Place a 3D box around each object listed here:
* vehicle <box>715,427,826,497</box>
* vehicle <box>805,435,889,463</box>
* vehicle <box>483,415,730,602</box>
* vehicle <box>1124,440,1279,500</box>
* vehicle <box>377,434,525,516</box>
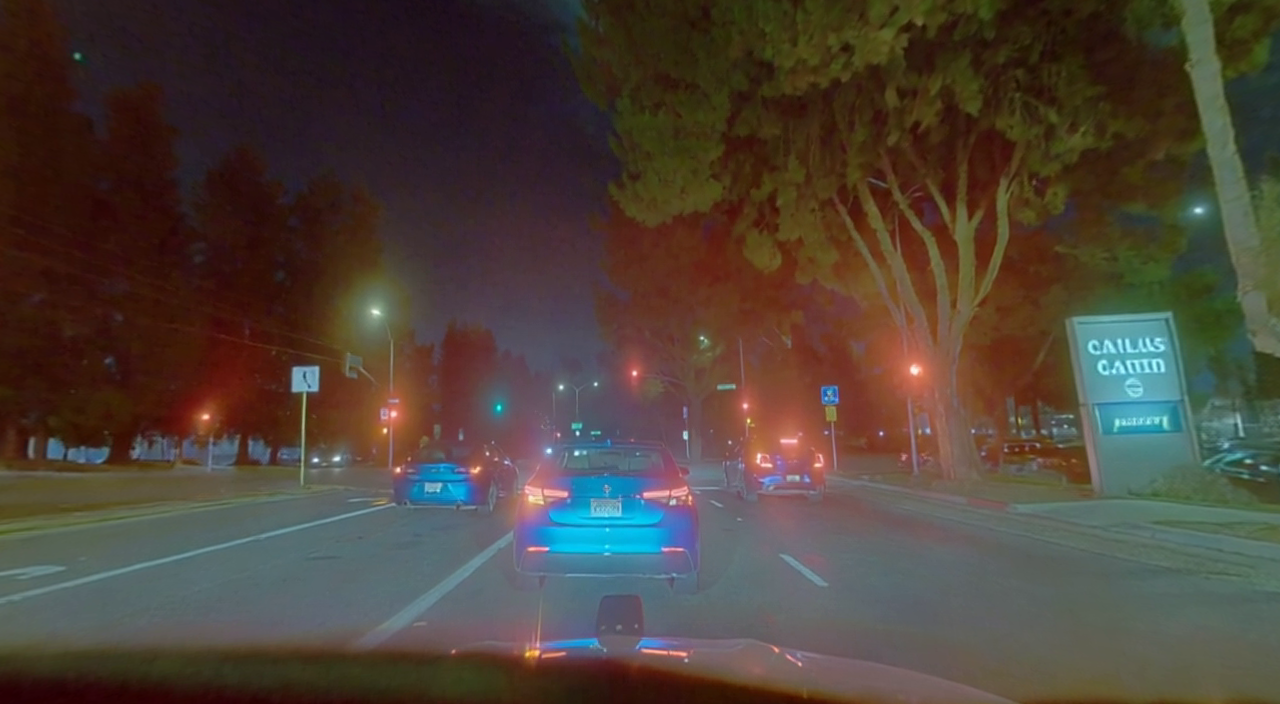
[{"bbox_3d":[3.429,2.980,17.497,2.028,1.678,4.220,0,-9,-2],"label":"vehicle"},{"bbox_3d":[12.482,5.887,38.238,4.419,1.619,1.894,1,-9,-8],"label":"vehicle"},{"bbox_3d":[-0.356,1.611,7.407,2.045,1.533,4.183,0,-9,-2],"label":"vehicle"},{"bbox_3d":[15.189,2.998,16.258,3.951,1.418,1.842,0,-9,-3],"label":"vehicle"},{"bbox_3d":[-3.752,2.500,13.299,1.998,1.452,3.773,0,-9,-1],"label":"vehicle"}]
